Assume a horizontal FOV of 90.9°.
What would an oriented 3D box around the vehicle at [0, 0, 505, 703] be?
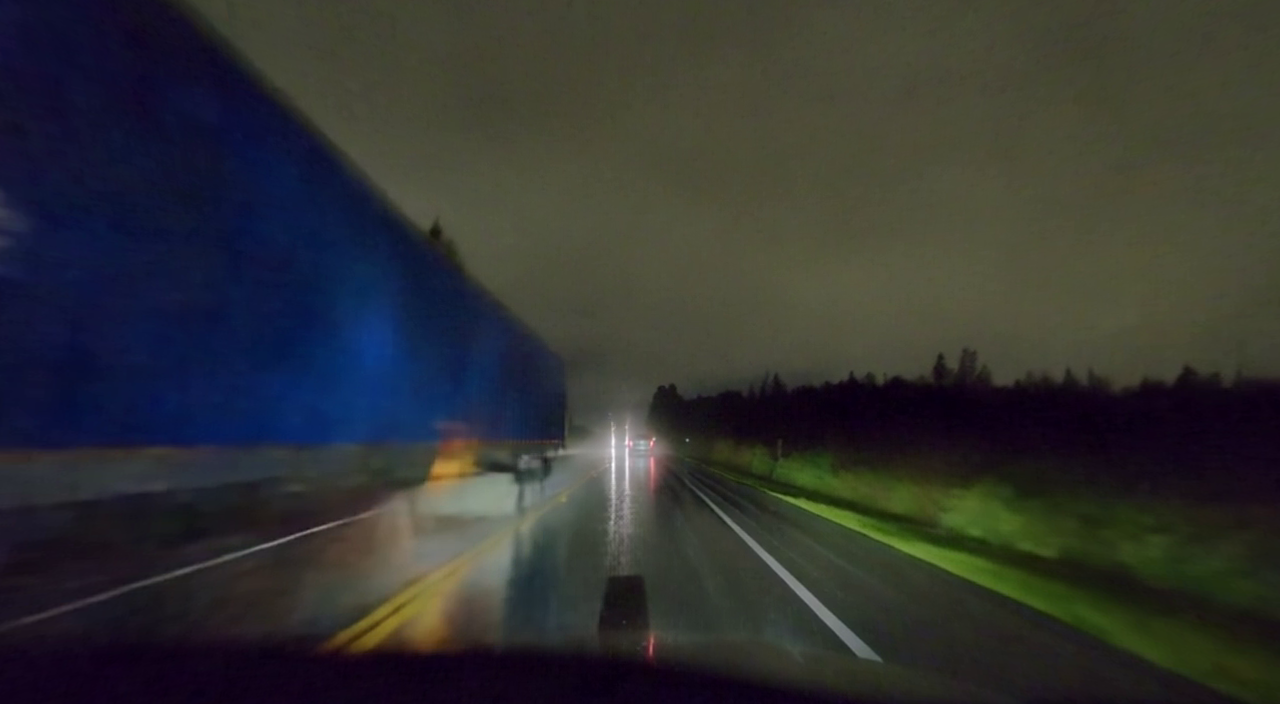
[{"bbox_3d":[-4.050,0.386,6.298,2.844,3.959,11.140,0,-8,1],"label":"vehicle"}]
